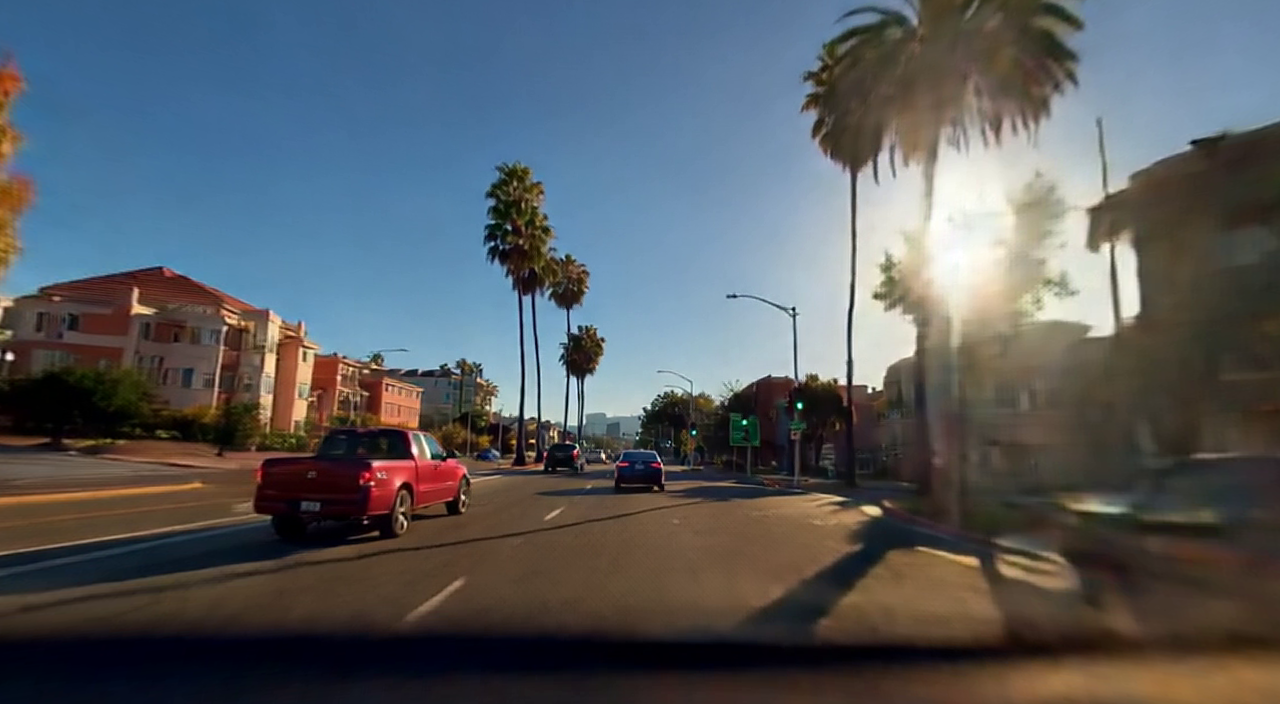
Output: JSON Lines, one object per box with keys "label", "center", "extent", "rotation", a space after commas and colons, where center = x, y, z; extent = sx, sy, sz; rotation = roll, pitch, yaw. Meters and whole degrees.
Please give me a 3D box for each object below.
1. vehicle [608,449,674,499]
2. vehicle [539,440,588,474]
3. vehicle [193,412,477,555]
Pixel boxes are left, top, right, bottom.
{"label": "vehicle", "center": [0.033, 4.248, 22.342], "extent": [2.122, 1.562, 4.152], "rotation": [0, -9, 0]}
{"label": "vehicle", "center": [-4.882, 6.791, 40.981], "extent": [2.447, 2.062, 5.911], "rotation": [0, -9, 0]}
{"label": "vehicle", "center": [-4.914, 2.232, 11.589], "extent": [2.187, 1.904, 6.103], "rotation": [0, -9, 0]}
